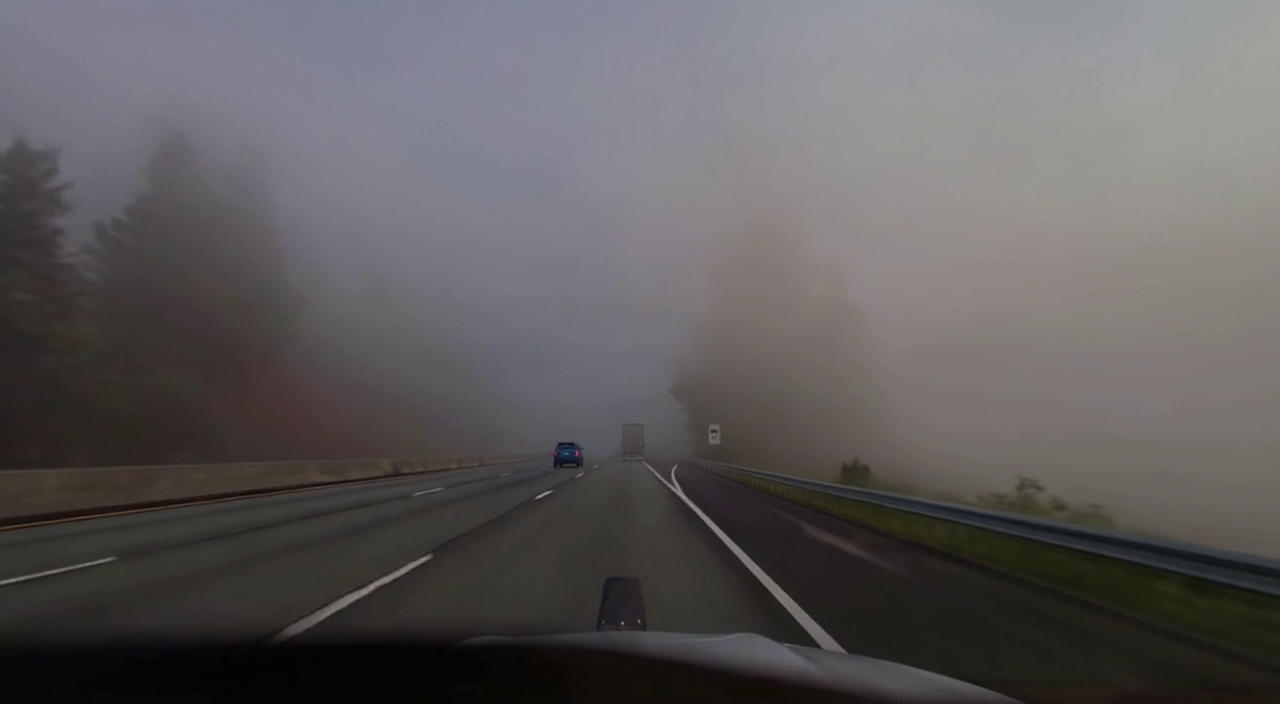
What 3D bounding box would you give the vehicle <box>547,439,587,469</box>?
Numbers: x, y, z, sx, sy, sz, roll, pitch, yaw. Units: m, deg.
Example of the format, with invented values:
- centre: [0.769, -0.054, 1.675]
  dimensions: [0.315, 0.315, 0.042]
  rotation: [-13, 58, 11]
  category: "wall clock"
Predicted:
- centre: [-4.805, 6.831, 42.315]
  dimensions: [2.124, 1.888, 5.226]
  rotation: [0, -9, 0]
  category: "vehicle"
